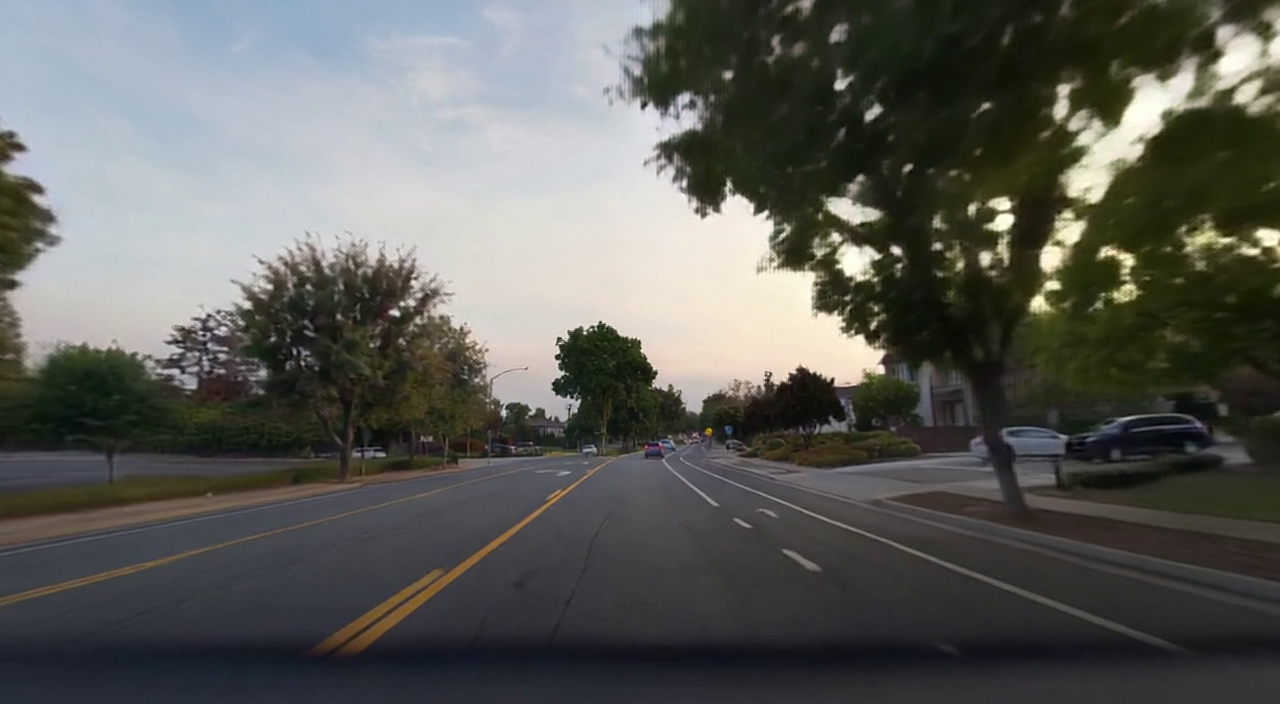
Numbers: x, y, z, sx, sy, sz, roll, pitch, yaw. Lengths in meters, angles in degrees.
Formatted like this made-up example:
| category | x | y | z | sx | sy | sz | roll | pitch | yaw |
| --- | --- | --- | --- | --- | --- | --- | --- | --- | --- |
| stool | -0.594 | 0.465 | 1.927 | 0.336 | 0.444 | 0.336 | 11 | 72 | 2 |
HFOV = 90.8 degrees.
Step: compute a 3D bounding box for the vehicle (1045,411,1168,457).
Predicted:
| category | x | y | z | sx | sy | sz | roll | pitch | yaw |
| --- | --- | --- | --- | --- | --- | --- | --- | --- | --- |
| vehicle | 19.808 | 3.572 | 27.109 | 1.924 | 1.703 | 4.254 | -3 | -9 | 0 |
